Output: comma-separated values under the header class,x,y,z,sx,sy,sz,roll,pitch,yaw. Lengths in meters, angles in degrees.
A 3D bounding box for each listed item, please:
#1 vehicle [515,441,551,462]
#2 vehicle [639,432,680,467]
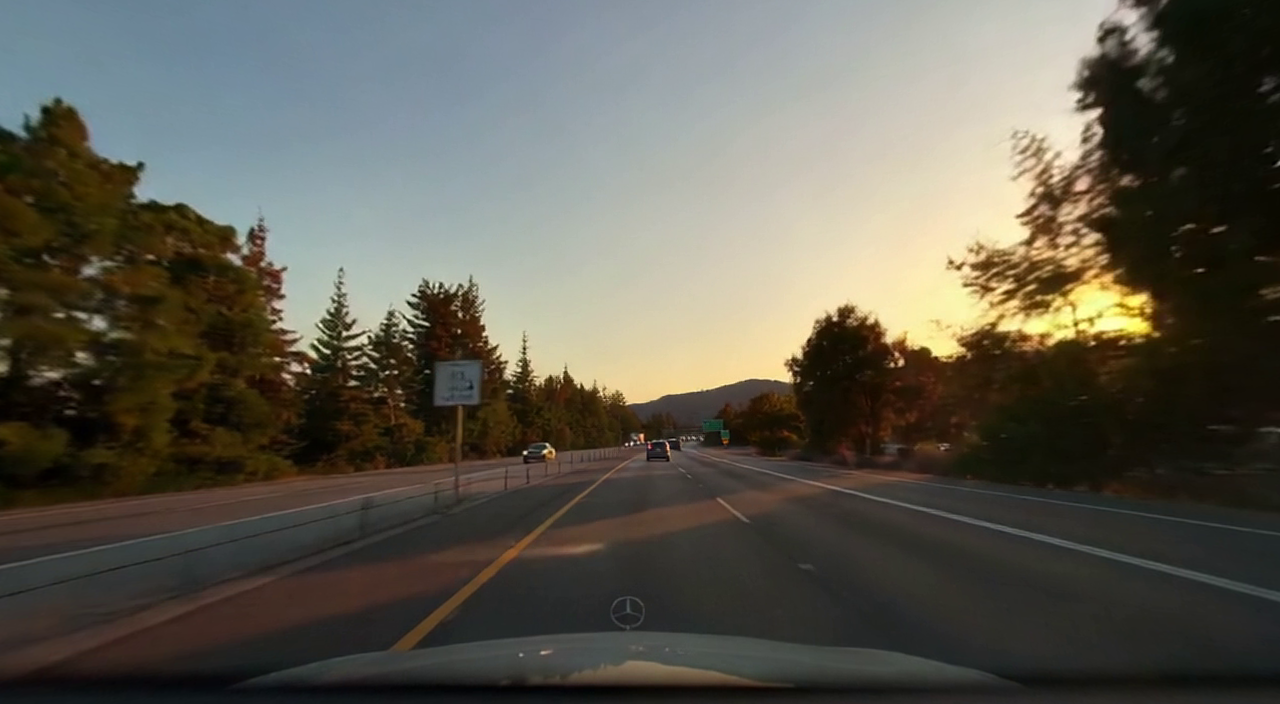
class,x,y,z,sx,sy,sz,roll,pitch,yaw
vehicle,-7.905,7.357,46.655,1.865,1.485,3.974,0,-8,2
vehicle,1.202,5.934,38.462,2.301,1.944,4.554,-1,-8,2
